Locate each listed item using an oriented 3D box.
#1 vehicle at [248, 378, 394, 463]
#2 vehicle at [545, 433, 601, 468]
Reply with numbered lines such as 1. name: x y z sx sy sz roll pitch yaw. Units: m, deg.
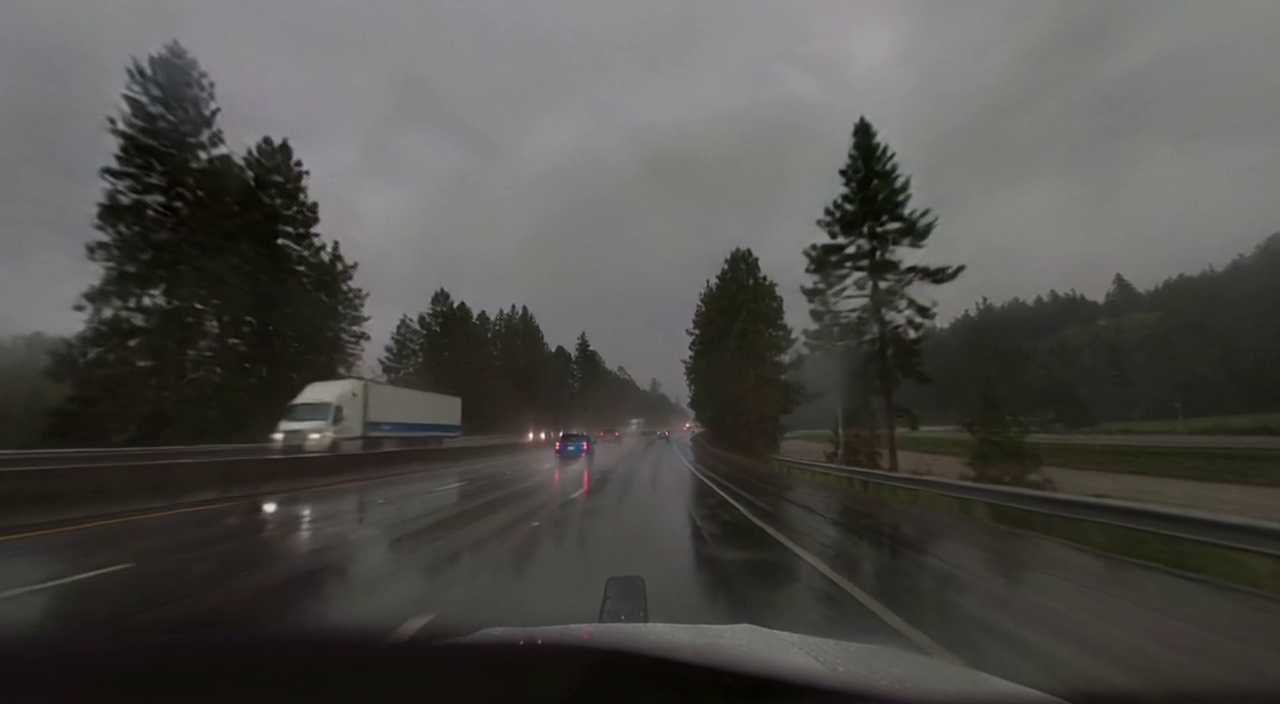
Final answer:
1. vehicle: -16.952 3.907 34.376 3.145 4.014 8.683 0 -8 2
2. vehicle: -3.147 4.771 30.535 2.053 1.589 4.671 0 -8 2
